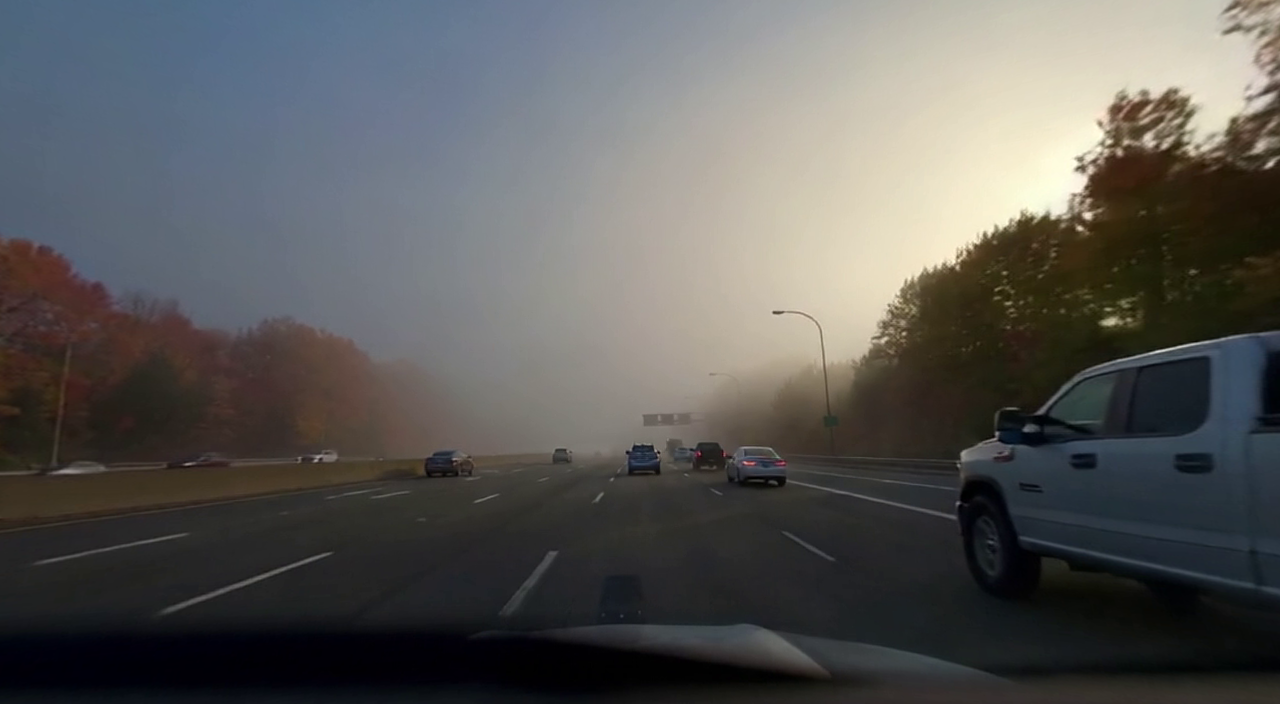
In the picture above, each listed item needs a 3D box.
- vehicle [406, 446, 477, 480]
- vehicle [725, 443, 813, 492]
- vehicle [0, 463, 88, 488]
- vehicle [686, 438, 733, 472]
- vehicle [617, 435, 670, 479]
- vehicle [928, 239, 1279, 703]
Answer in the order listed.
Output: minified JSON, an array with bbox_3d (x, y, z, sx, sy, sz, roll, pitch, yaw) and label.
[{"bbox_3d":[-9.783,5.494,31.438,1.989,1.529,4.433,0,-9,1],"label":"vehicle"},{"bbox_3d":[4.338,3.977,22.013,2.057,1.508,4.767,0,-9,0],"label":"vehicle"},{"bbox_3d":[-40.934,8.454,43.238,1.861,1.506,4.595,0,-9,1],"label":"vehicle"},{"bbox_3d":[4.343,6.562,40.334,2.388,1.998,5.749,0,-9,0],"label":"vehicle"},{"bbox_3d":[0.169,5.130,30.943,2.372,1.957,5.121,0,-9,1],"label":"vehicle"},{"bbox_3d":[3.845,0.572,2.310,2.521,2.101,6.467,0,-9,0],"label":"vehicle"}]
